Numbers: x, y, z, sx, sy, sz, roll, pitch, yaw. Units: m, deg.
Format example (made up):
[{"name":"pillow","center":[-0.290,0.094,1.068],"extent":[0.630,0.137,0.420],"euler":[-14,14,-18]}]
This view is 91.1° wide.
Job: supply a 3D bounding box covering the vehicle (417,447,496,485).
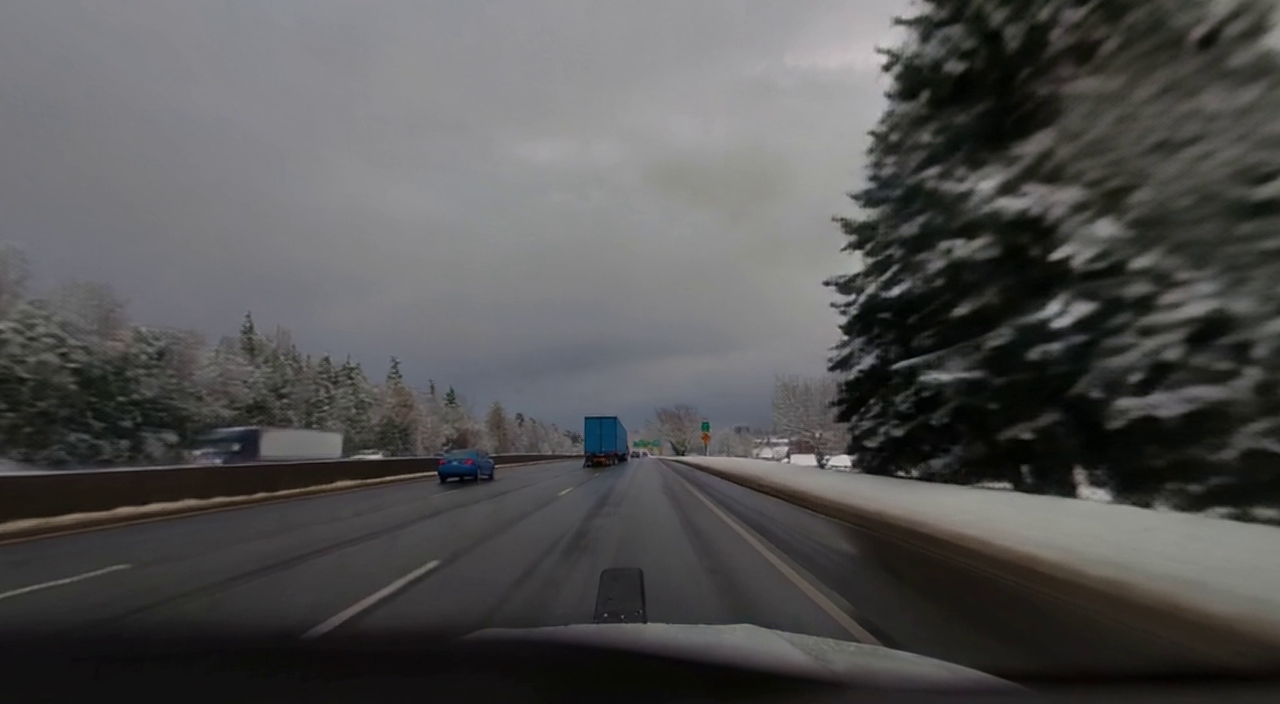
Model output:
[{"name":"vehicle","center":[-7.717,4.812,26.924],"extent":[1.901,1.467,4.629],"euler":[0,-8,1]}]
